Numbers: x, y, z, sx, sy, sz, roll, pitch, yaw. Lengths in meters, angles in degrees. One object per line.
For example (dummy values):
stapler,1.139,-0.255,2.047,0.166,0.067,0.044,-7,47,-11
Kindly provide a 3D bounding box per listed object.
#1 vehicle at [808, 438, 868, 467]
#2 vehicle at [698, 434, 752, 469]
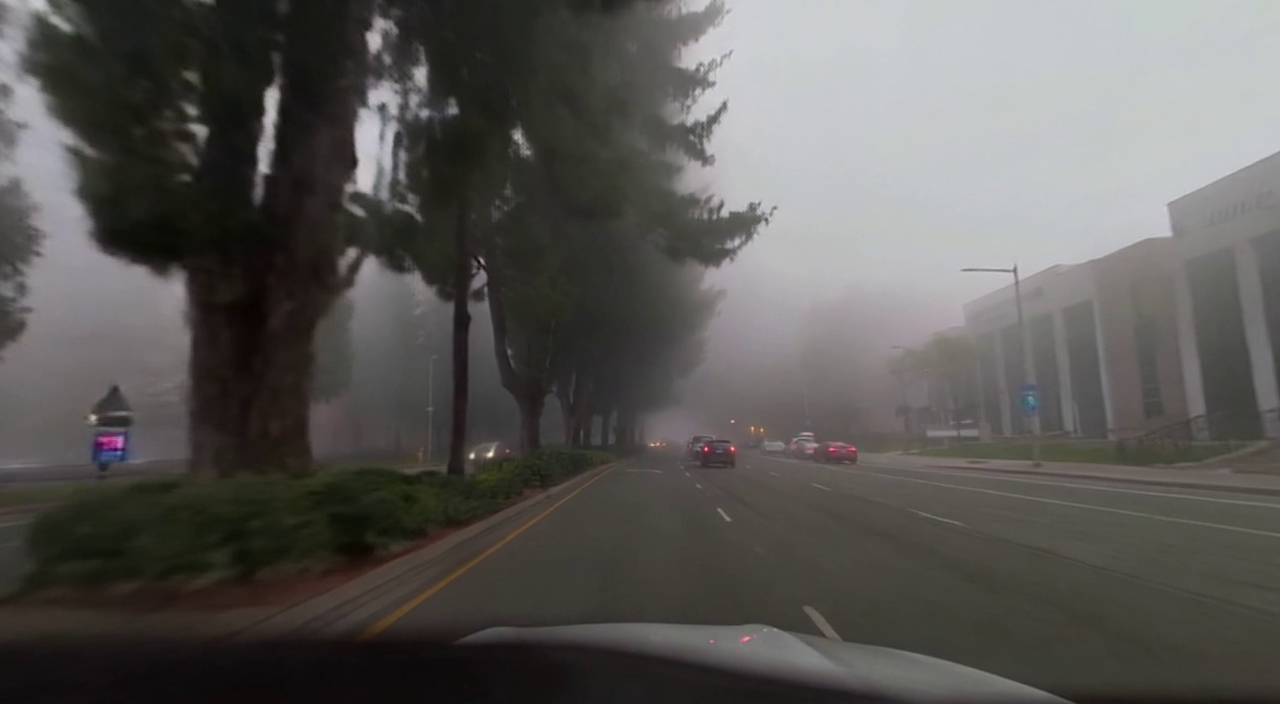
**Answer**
vehicle,10.875,5.554,34.922,1.840,1.467,4.731,0,-9,1
vehicle,4.397,5.248,33.295,2.216,1.675,4.627,0,-9,0
